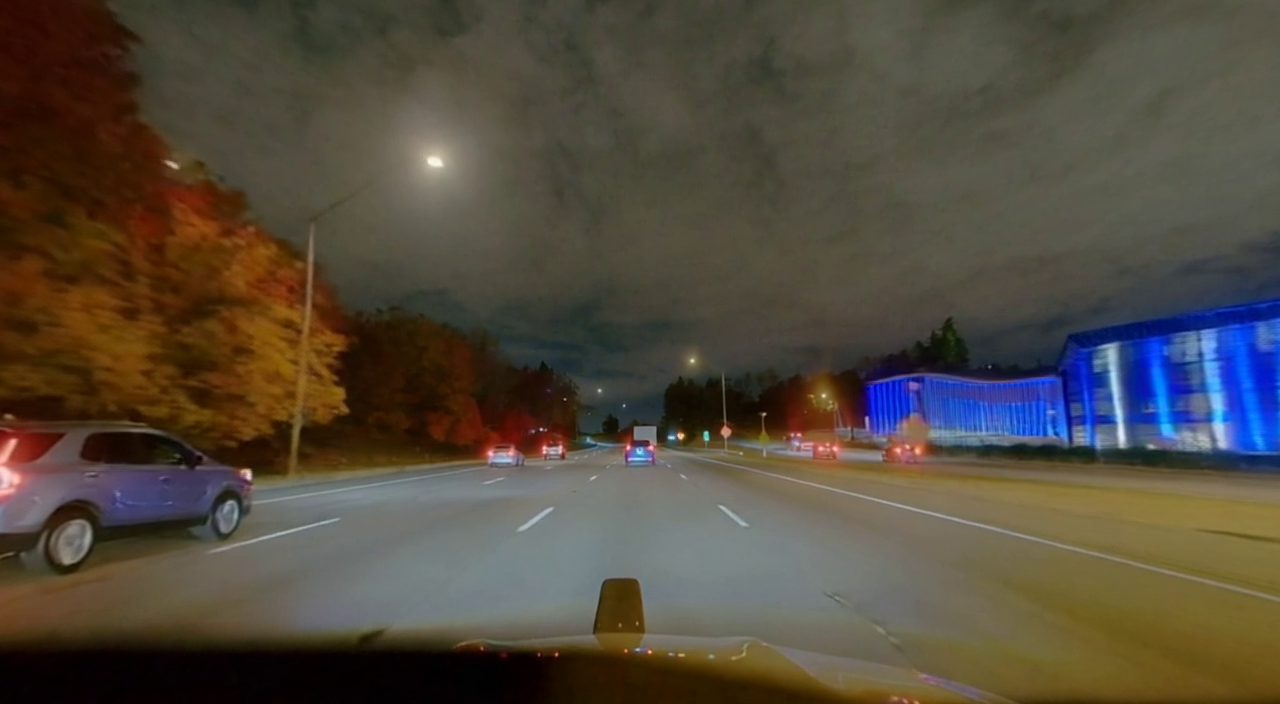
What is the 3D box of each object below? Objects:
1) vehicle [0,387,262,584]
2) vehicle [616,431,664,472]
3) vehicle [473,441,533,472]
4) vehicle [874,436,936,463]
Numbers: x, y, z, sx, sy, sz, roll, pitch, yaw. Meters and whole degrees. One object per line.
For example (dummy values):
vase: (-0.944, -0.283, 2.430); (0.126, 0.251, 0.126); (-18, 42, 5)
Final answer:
vehicle: (-7.125, 1.494, 7.483); (2.146, 1.834, 4.999); (0, -9, 0)
vehicle: (-0.014, 5.021, 31.889); (2.245, 1.863, 4.801); (0, -9, 0)
vehicle: (-7.124, 5.493, 33.290); (2.074, 1.495, 4.643); (0, -9, 0)
vehicle: (17.068, 6.306, 40.771); (2.019, 1.657, 4.582); (0, -9, 0)
